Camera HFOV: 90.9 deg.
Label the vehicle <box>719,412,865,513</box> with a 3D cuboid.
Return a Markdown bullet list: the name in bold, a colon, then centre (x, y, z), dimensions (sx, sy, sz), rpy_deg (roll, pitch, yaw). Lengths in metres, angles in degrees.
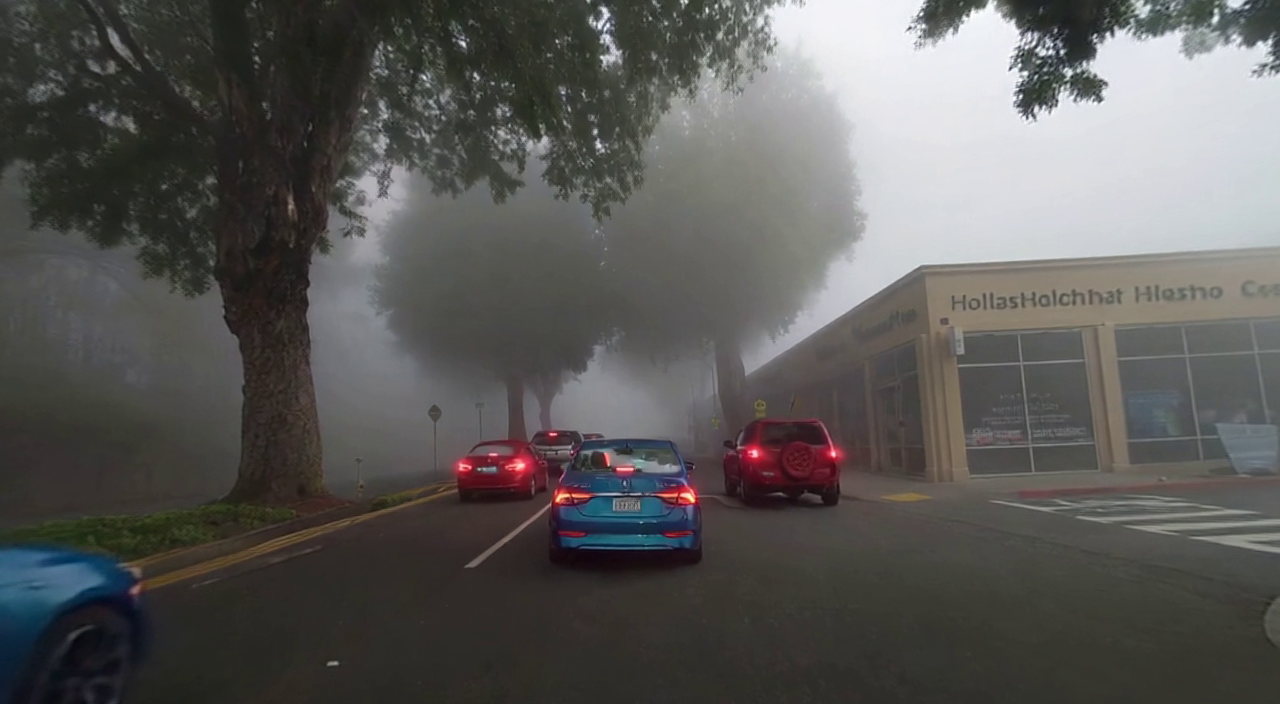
- **vehicle**: centre (3.310, 2.524, 14.838), dimensions (2.152, 1.987, 4.527), rpy_deg (0, -9, -2)

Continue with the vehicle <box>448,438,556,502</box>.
- **vehicle**: centre (-3.476, 3.056, 16.725), dimensions (1.905, 1.473, 4.016), rpy_deg (0, -9, 1)

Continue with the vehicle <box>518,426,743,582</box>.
- **vehicle**: centre (-0.114, 1.769, 8.148), dimensions (2.160, 1.482, 4.037), rpy_deg (0, -9, -1)

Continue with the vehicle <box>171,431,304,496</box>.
- **vehicle**: centre (-19.166, 5.321, 30.510), dimensions (2.286, 2.777, 5.926), rpy_deg (0, -9, 2)

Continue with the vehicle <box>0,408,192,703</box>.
- **vehicle**: centre (-3.393, 0.750, 1.025), dimensions (2.029, 1.456, 4.414), rpy_deg (0, -9, 1)
